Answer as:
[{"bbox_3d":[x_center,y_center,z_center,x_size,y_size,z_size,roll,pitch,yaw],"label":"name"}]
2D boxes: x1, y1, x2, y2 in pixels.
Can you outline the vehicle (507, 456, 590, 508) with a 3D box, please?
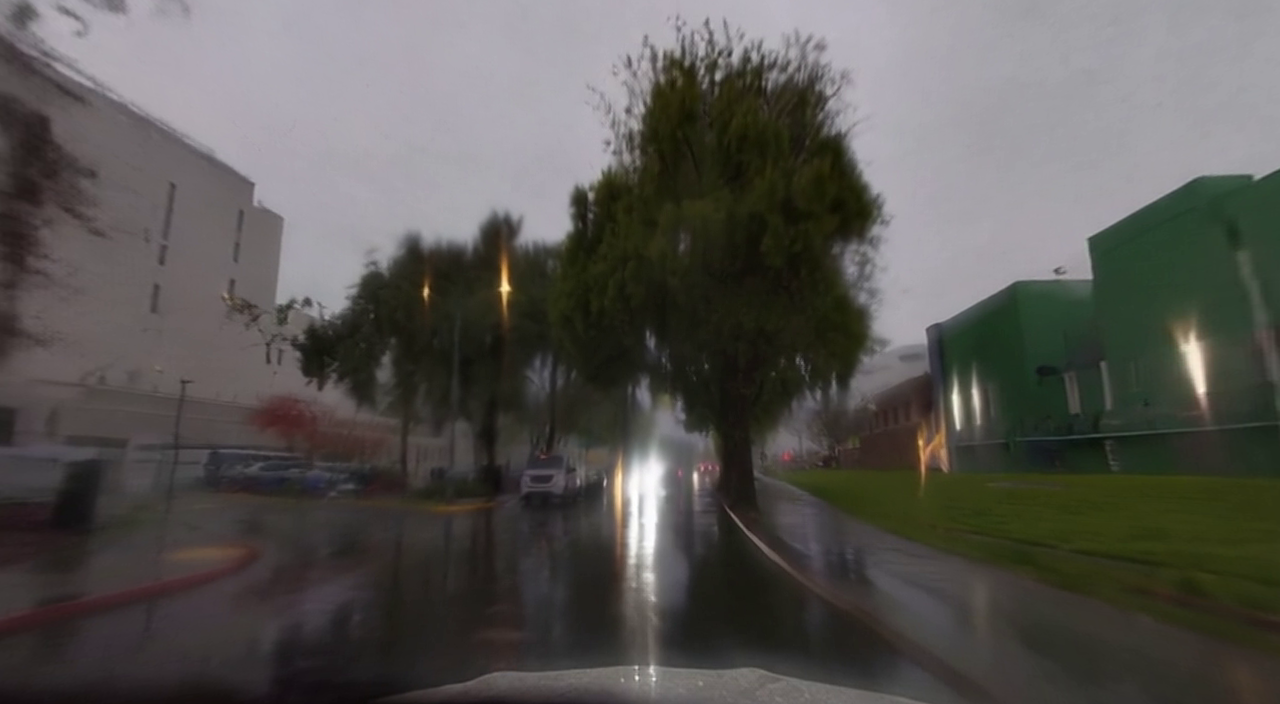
[{"bbox_3d":[-3.385,4.935,24.322,2.022,1.776,4.625,-2,-10,7],"label":"vehicle"}]
